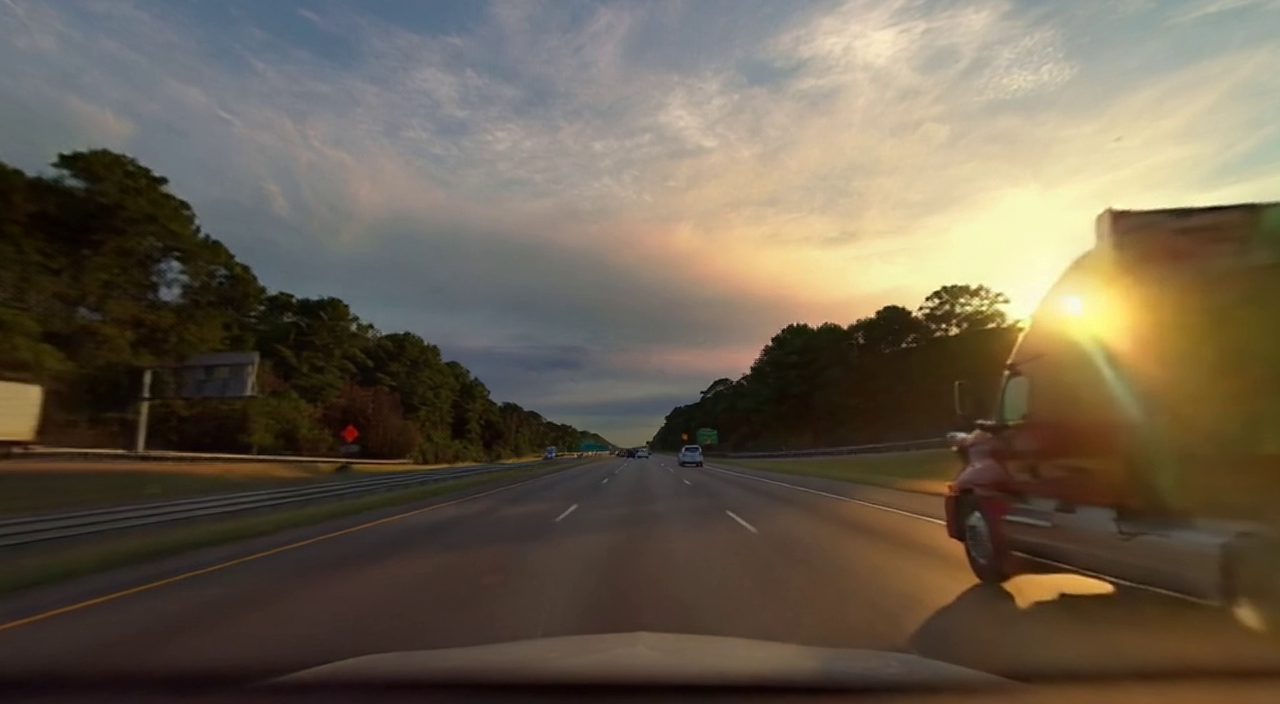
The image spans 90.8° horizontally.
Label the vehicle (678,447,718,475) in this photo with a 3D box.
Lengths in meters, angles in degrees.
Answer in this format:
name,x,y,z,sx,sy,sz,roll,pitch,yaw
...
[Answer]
name,x,y,z,sx,sy,sz,roll,pitch,yaw
vehicle,3.475,6.587,38.429,2.019,1.601,3.953,0,-9,0
